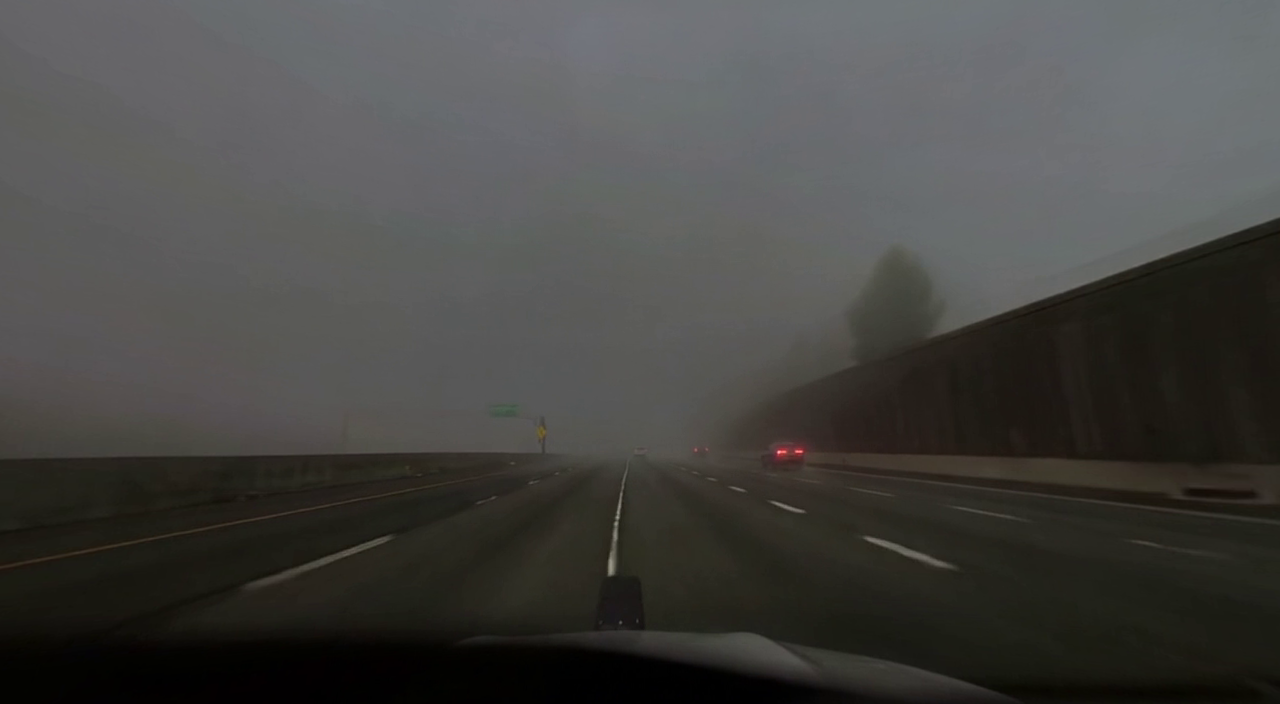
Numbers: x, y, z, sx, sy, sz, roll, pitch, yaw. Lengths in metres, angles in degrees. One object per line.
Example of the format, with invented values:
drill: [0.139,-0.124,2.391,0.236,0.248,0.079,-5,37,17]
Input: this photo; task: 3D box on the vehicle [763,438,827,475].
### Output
vehicle: [7.983,5.433,32.875,2.167,1.781,4.340,0,-9,-1]
